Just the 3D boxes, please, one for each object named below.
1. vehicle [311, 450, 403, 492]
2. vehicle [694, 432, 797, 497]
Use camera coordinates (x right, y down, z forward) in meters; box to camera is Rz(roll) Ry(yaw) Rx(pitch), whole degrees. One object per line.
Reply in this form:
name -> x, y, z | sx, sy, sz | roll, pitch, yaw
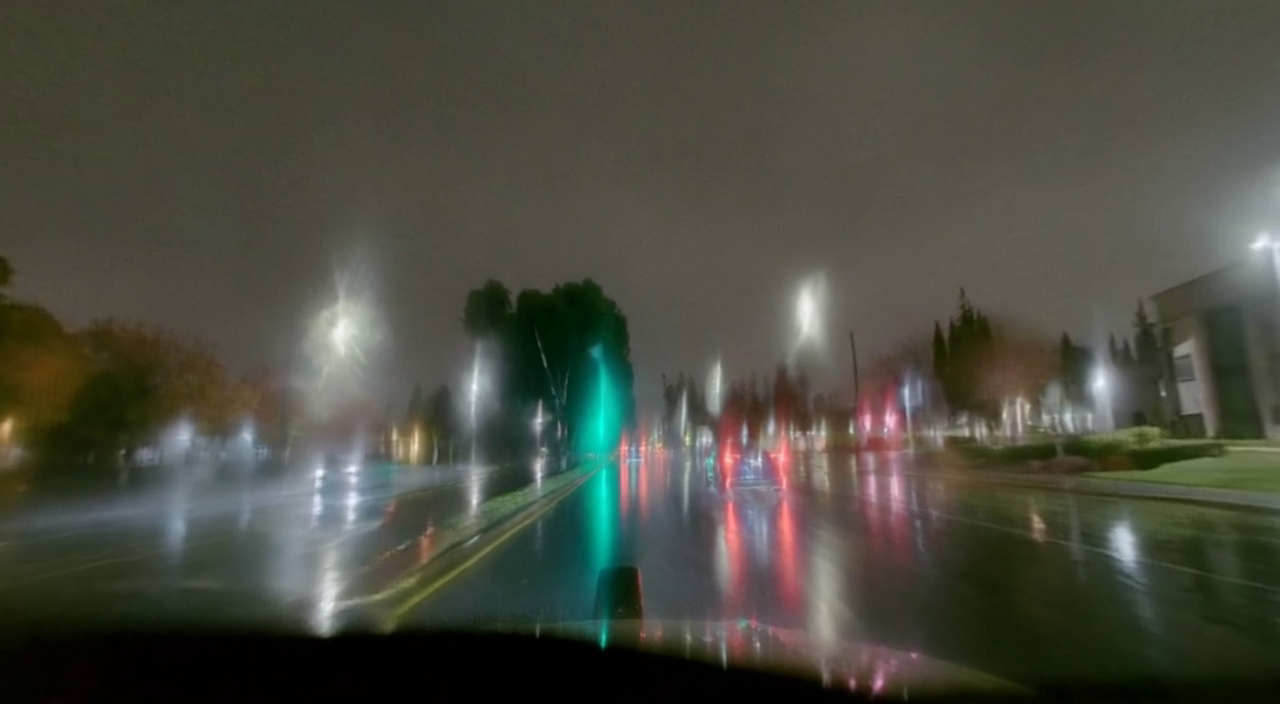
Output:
vehicle -> -12.239, 5.144, 27.697 | 1.943, 1.672, 4.368 | 0, -8, 1
vehicle -> 2.830, 3.165, 18.181 | 1.995, 1.616, 4.729 | 0, -8, -2
